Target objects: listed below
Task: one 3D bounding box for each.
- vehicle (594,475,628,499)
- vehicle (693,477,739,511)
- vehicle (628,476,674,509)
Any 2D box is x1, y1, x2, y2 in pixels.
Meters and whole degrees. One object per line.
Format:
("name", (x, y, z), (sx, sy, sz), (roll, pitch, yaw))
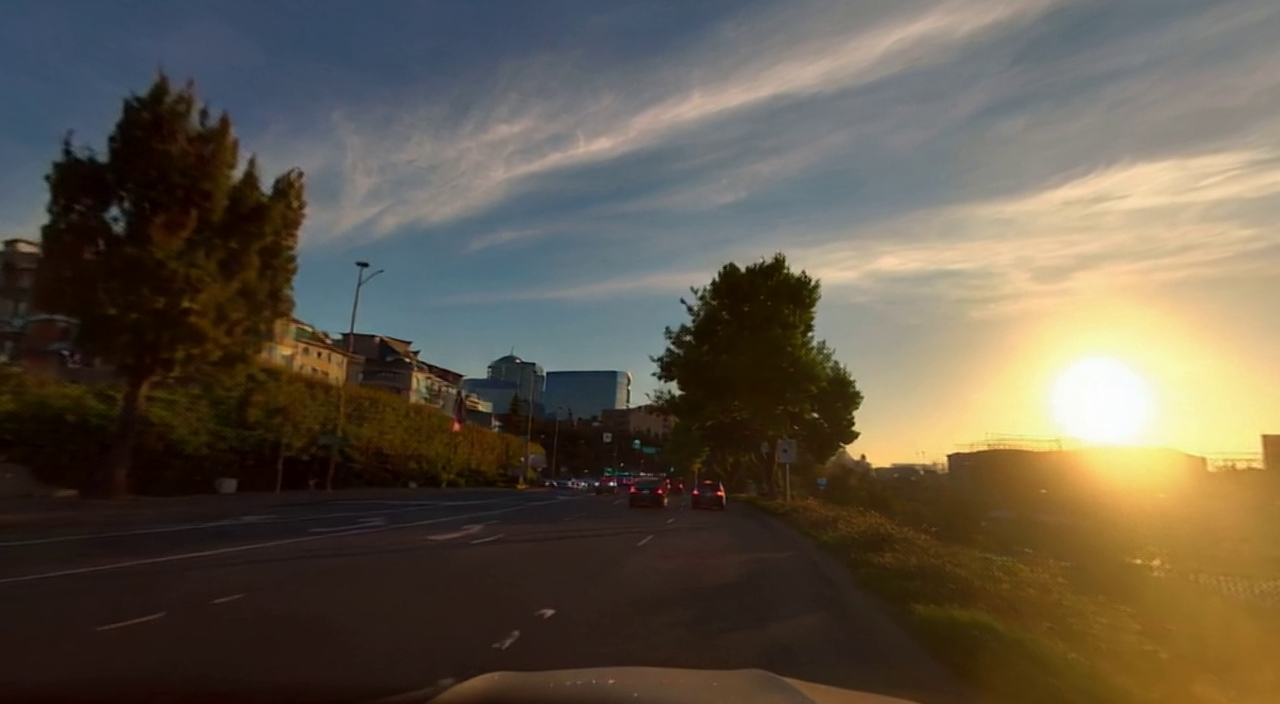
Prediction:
("vehicle", (-2.003, 9.646, 45.251), (2.016, 1.573, 4.259), (1, -10, 3))
("vehicle", (3.731, 7.023, 31.486), (2.129, 1.471, 4.258), (0, -10, 5))
("vehicle", (0.683, 7.267, 32.918), (2.030, 1.441, 4.806), (0, -10, 5))
